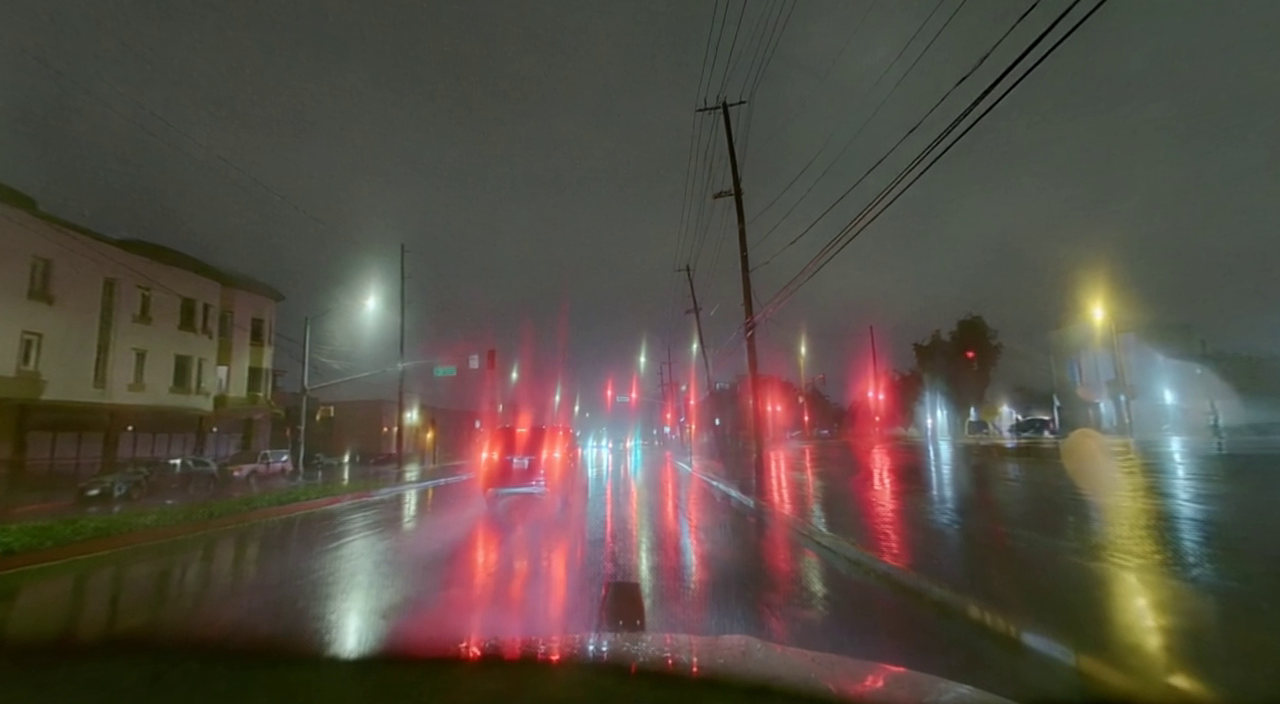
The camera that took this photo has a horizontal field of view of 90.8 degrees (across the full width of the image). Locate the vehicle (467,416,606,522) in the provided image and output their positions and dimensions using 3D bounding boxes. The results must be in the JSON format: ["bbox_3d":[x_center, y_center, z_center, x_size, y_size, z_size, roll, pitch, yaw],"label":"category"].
[{"bbox_3d":[-1.831,2.248,12.568,2.022,1.757,4.041,0,-9,1],"label":"vehicle"}]

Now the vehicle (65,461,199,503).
[{"bbox_3d":[-20.264,5.188,25.485,1.790,1.415,4.450,0,-9,-2],"label":"vehicle"}]

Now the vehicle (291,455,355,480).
[{"bbox_3d":[-20.214,7.351,40.543,1.826,1.430,4.426,0,-9,0],"label":"vehicle"}]

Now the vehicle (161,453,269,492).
[{"bbox_3d":[-20.197,5.696,30.283,1.989,1.689,4.388,0,-9,2],"label":"vehicle"}]

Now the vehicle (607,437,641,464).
[{"bbox_3d":[-0.997,6.389,41.019,2.144,1.681,3.855,0,-9,0],"label":"vehicle"}]
